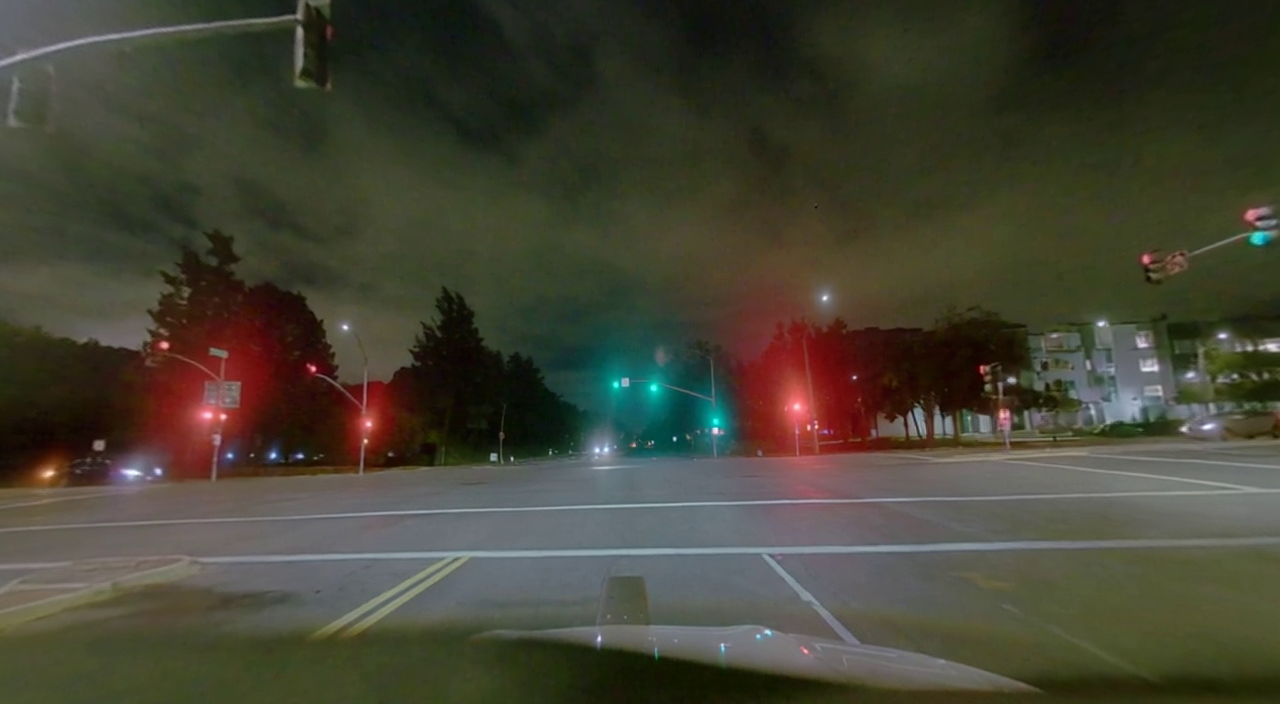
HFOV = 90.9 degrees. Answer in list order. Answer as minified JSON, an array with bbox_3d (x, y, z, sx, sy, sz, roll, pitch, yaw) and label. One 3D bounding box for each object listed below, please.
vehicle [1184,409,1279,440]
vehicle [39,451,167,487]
[{"bbox_3d":[33.938,4.105,35.607,4.483,1.691,1.949,0,-8,1],"label":"vehicle"},{"bbox_3d":[-25.163,5.476,29.641,4.332,1.573,1.900,0,-8,3],"label":"vehicle"}]
